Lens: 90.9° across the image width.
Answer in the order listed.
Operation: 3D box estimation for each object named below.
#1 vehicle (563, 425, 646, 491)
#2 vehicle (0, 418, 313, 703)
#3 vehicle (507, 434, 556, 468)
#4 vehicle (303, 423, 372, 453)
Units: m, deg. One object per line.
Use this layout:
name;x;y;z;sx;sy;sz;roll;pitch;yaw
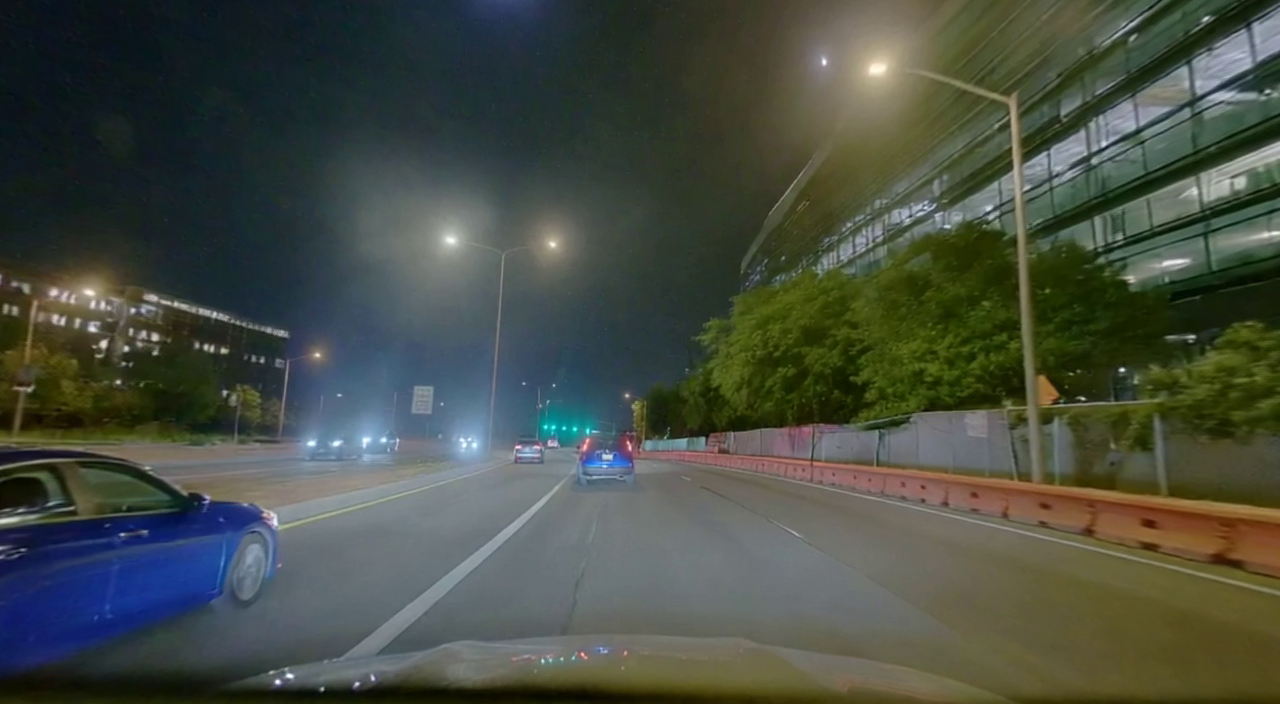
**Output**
vehicle;-0.907;2.690;16.376;1.913;1.499;3.581;0;-8;-3
vehicle;-3.958;1.134;3.817;1.848;1.406;4.013;0;-8;-1
vehicle;-5.111;4.679;30.126;1.888;1.486;4.310;1;-8;-5
vehicle;-16.554;4.739;34.740;1.921;1.526;4.318;1;-8;-4
